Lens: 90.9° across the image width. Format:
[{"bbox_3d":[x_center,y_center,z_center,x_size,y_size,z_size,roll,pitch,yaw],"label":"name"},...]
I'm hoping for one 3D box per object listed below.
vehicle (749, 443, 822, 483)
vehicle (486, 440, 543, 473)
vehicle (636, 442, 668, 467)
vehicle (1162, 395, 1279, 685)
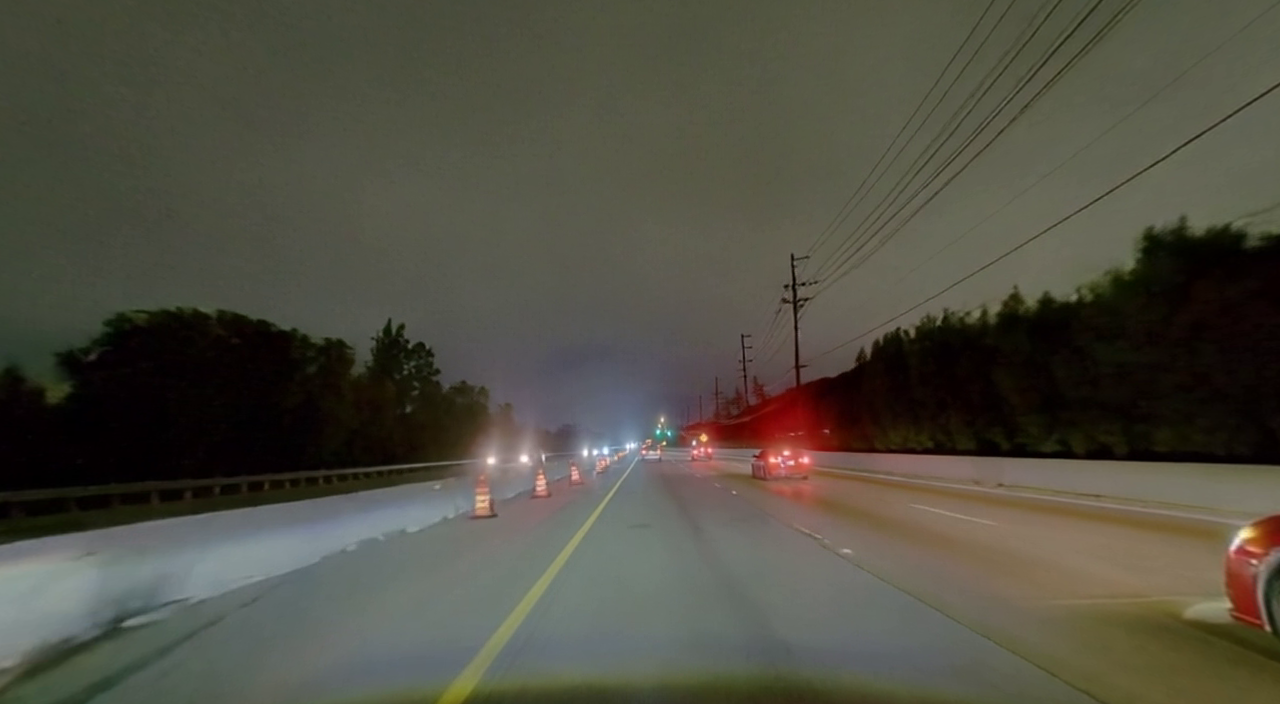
[{"bbox_3d":[5.665,4.344,25.025,1.881,1.409,4.016,0,-8,0],"label":"vehicle"},{"bbox_3d":[-7.245,6.055,36.820,2.176,1.763,4.720,-1,-8,2],"label":"vehicle"},{"bbox_3d":[0.807,7.010,43.219,2.096,1.583,4.150,0,-8,0],"label":"vehicle"},{"bbox_3d":[4.471,0.794,1.858,1.997,1.568,4.529,0,-8,1],"label":"vehicle"}]
